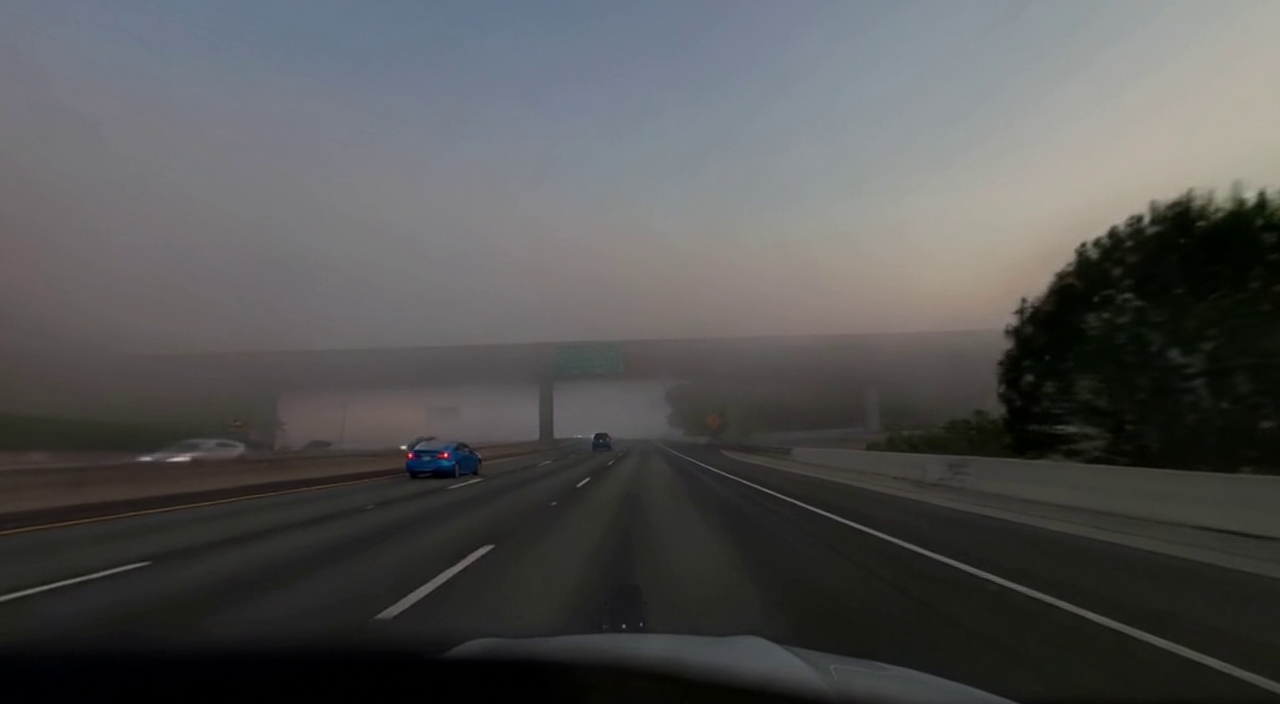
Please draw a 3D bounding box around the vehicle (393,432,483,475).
[{"bbox_3d":[-7.603,3.870,24.233,1.987,1.486,4.174,0,-8,2],"label":"vehicle"}]
